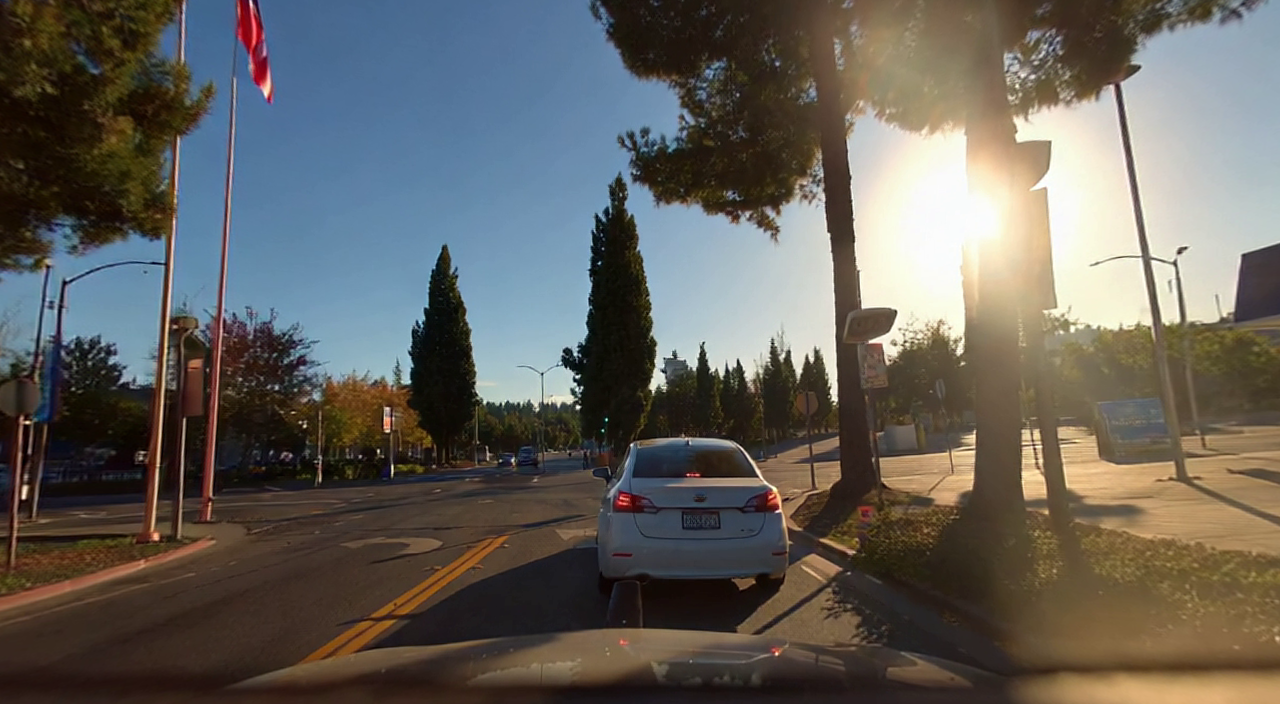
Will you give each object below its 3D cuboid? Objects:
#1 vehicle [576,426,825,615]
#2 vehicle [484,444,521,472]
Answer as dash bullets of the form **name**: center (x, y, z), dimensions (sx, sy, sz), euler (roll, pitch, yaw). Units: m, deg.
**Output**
- **vehicle**: center (0.386, 1.620, 6.892), dimensions (1.985, 1.463, 3.647), euler (0, -9, -3)
- **vehicle**: center (-10.234, 7.880, 47.173), dimensions (2.212, 1.948, 4.537), euler (1, -9, -6)
